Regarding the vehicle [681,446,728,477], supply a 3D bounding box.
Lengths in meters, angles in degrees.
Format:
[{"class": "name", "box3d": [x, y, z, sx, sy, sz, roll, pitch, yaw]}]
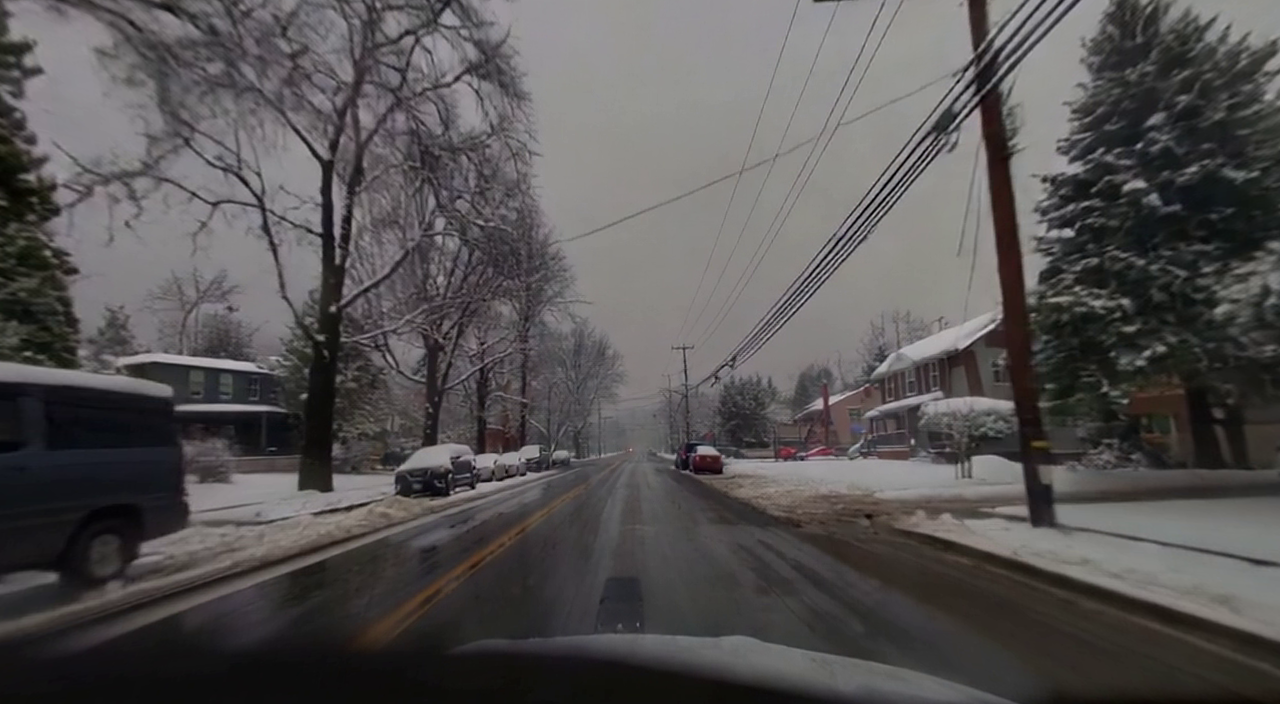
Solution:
[{"class": "vehicle", "box3d": [3.305, 5.726, 33.302, 1.869, 1.453, 4.237, 0, -9, -2]}]

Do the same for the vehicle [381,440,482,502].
[{"class": "vehicle", "box3d": [-6.768, 3.876, 21.025, 1.963, 1.820, 4.297, 0, -9, -1]}]

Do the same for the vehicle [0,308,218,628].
[{"class": "vehicle", "box3d": [-6.756, 0.995, 5.341, 2.439, 2.724, 5.647, -1, -10, -1]}]
